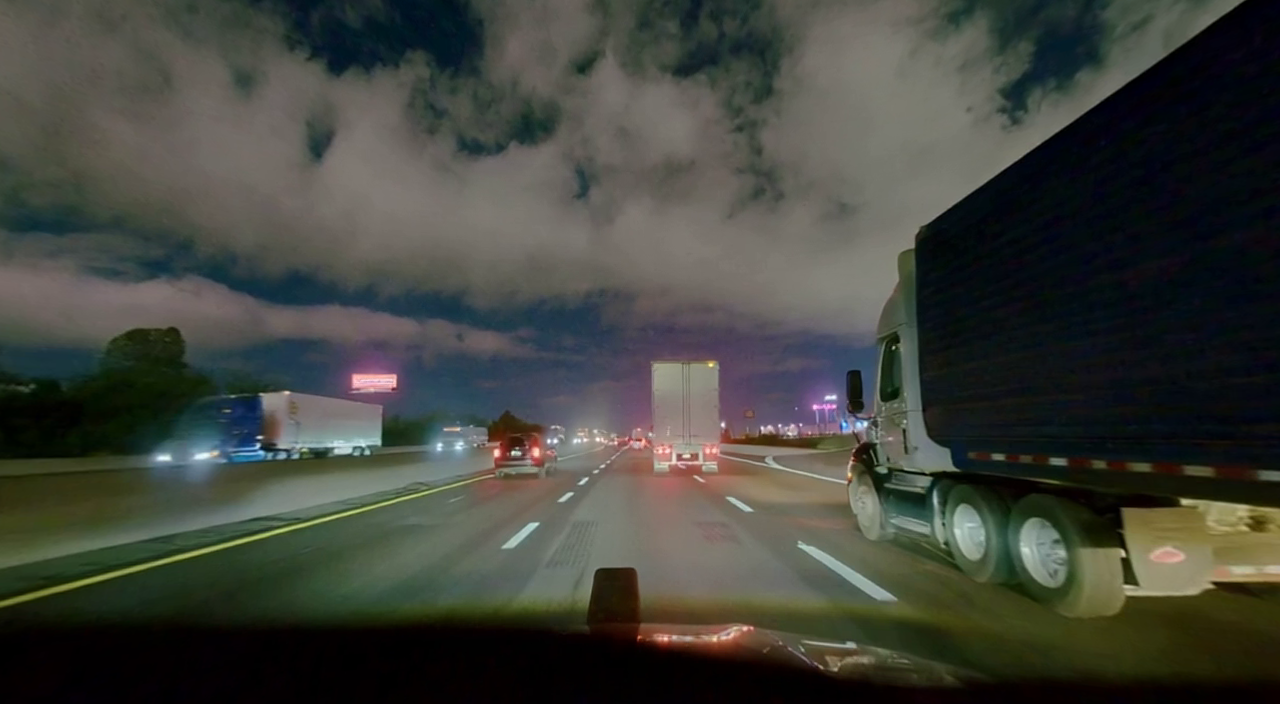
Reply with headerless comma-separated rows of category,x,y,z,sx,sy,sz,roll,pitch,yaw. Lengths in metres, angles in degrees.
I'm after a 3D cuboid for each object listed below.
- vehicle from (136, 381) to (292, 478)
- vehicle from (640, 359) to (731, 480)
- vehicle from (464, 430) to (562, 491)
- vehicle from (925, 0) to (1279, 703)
vehicle,-19.493,3.629,29.400,3.006,4.031,5.934,0,-8,-1
vehicle,1.543,2.885,25.713,2.871,3.815,11.331,0,-8,1
vehicle,-3.370,2.934,17.455,1.930,1.484,3.849,0,-8,0
vehicle,4.534,-0.260,1.246,3.070,3.575,9.842,0,-8,-2
